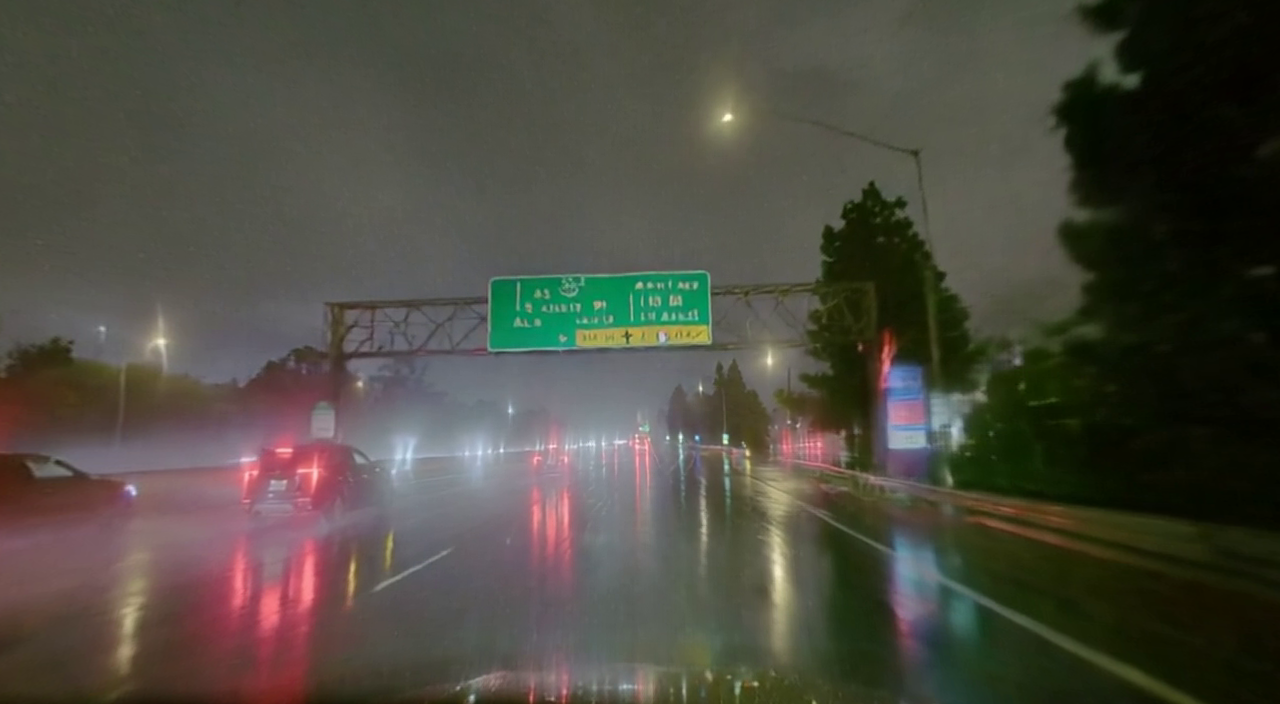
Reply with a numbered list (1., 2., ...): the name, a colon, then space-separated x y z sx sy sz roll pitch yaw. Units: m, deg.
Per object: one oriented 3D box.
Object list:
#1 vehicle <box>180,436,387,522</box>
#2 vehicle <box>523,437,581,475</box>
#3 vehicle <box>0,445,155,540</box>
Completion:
1. vehicle: -7.921 2.822 14.663 2.071 1.661 4.540 0 -8 1
2. vehicle: -4.258 5.113 31.117 2.158 1.717 4.375 0 -8 1
3. vehicle: -11.866 2.538 11.701 2.003 1.595 4.532 0 -8 1
